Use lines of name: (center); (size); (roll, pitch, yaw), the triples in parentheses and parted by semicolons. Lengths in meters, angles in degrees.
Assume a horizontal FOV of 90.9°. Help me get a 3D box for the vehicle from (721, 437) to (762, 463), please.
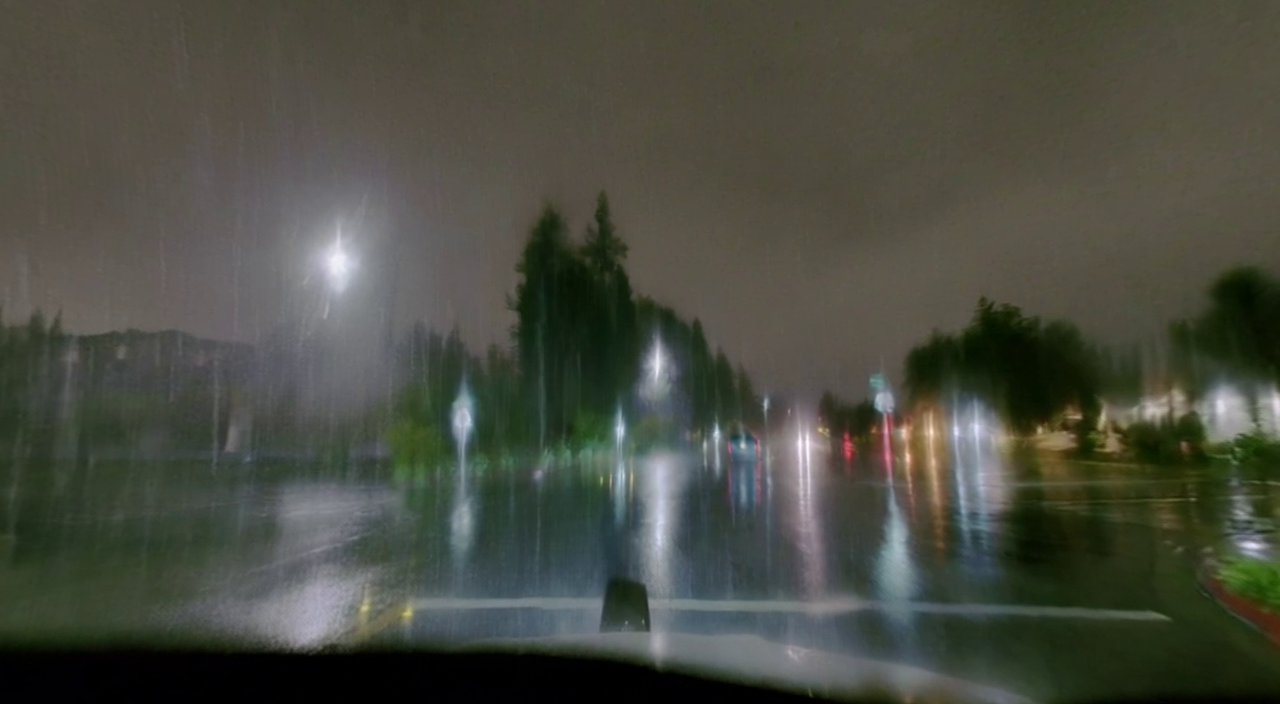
vehicle: (8.083, 7.712, 49.736); (2.258, 1.947, 4.762); (-3, -9, 20)
